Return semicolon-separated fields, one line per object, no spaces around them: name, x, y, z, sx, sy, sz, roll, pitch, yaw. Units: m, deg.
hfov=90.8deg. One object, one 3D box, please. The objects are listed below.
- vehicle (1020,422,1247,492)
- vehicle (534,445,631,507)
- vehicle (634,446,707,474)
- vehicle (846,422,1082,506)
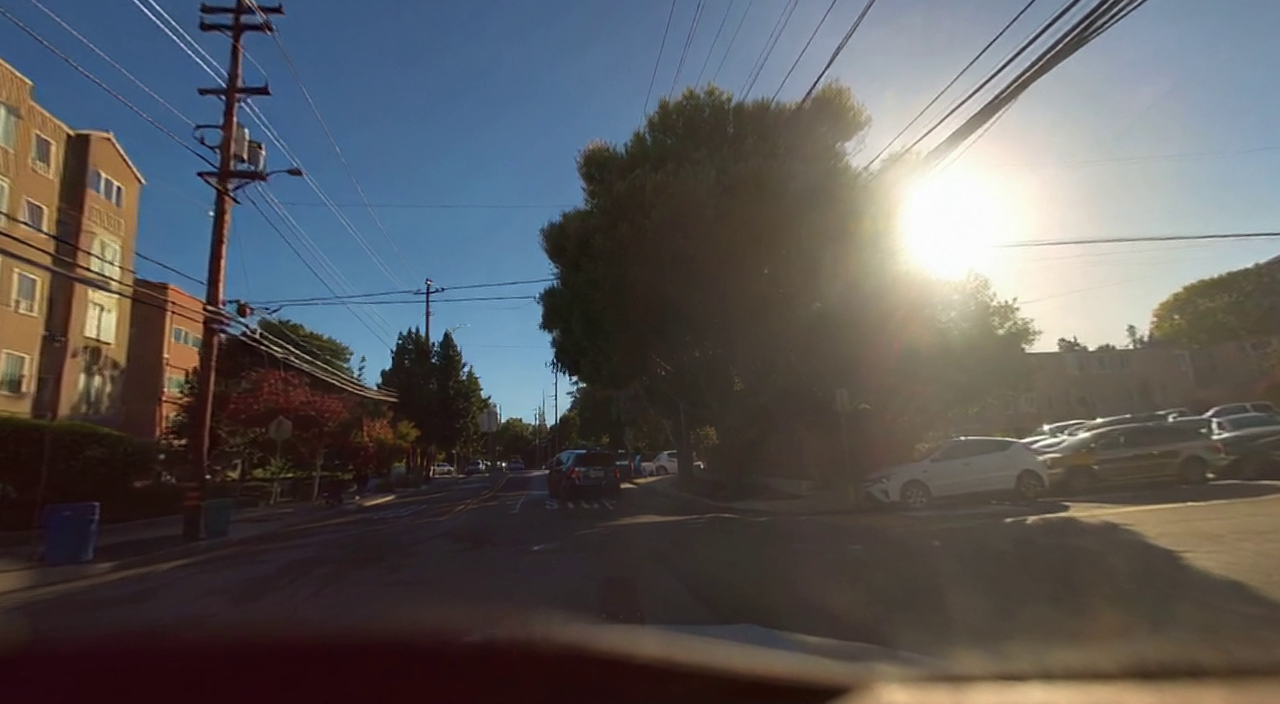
vehicle;13.114;2.807;16.911;4.830;1.490;1.878;-1;-11;-11
vehicle;-2.157;4.245;22.257;2.155;1.872;4.790;3;-9;-21
vehicle;1.974;7.085;41.549;4.424;1.645;1.820;1;-9;-12
vehicle;8.001;2.822;15.845;4.877;1.755;1.918;-1;-13;-10
